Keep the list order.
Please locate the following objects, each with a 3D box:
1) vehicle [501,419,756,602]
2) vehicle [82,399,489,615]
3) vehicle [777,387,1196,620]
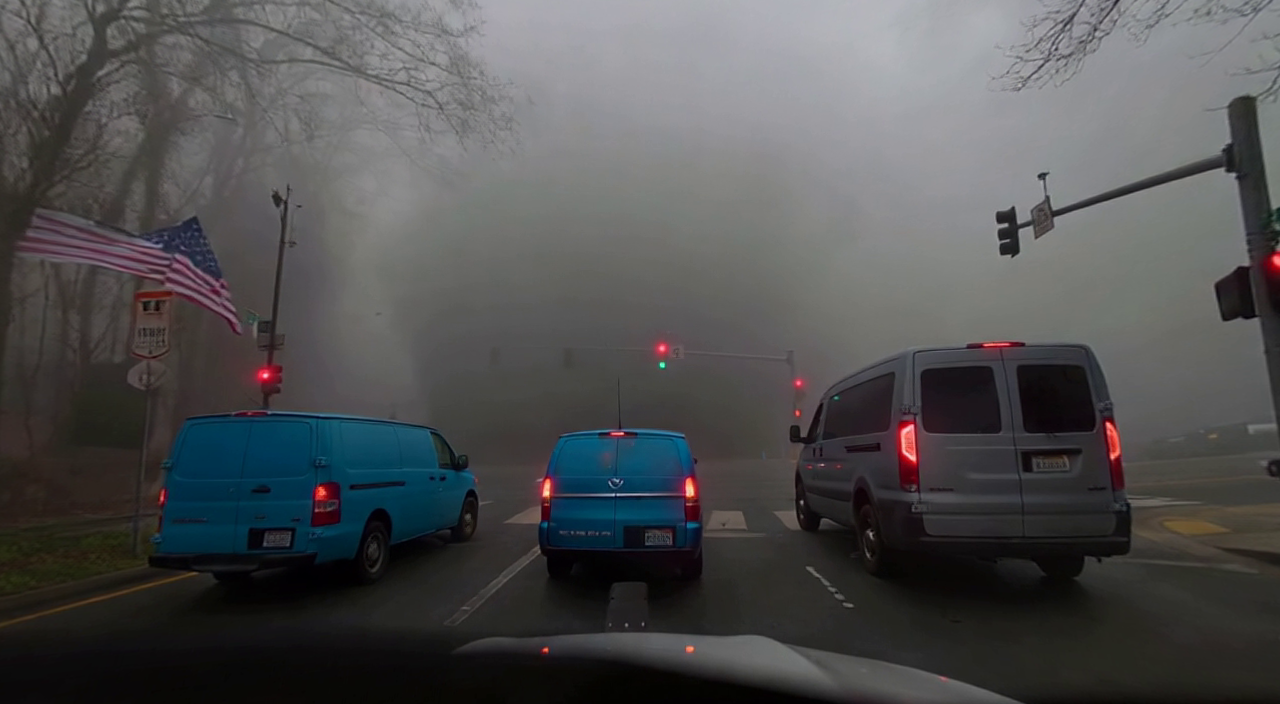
[{"bbox_3d":[-0.146,1.616,7.325,2.098,1.494,4.118,0,-9,-1],"label":"vehicle"},{"bbox_3d":[-3.304,1.520,7.037,2.024,1.677,3.998,-1,-9,3],"label":"vehicle"},{"bbox_3d":[3.086,1.468,7.019,2.178,1.746,4.400,0,-9,1],"label":"vehicle"}]
